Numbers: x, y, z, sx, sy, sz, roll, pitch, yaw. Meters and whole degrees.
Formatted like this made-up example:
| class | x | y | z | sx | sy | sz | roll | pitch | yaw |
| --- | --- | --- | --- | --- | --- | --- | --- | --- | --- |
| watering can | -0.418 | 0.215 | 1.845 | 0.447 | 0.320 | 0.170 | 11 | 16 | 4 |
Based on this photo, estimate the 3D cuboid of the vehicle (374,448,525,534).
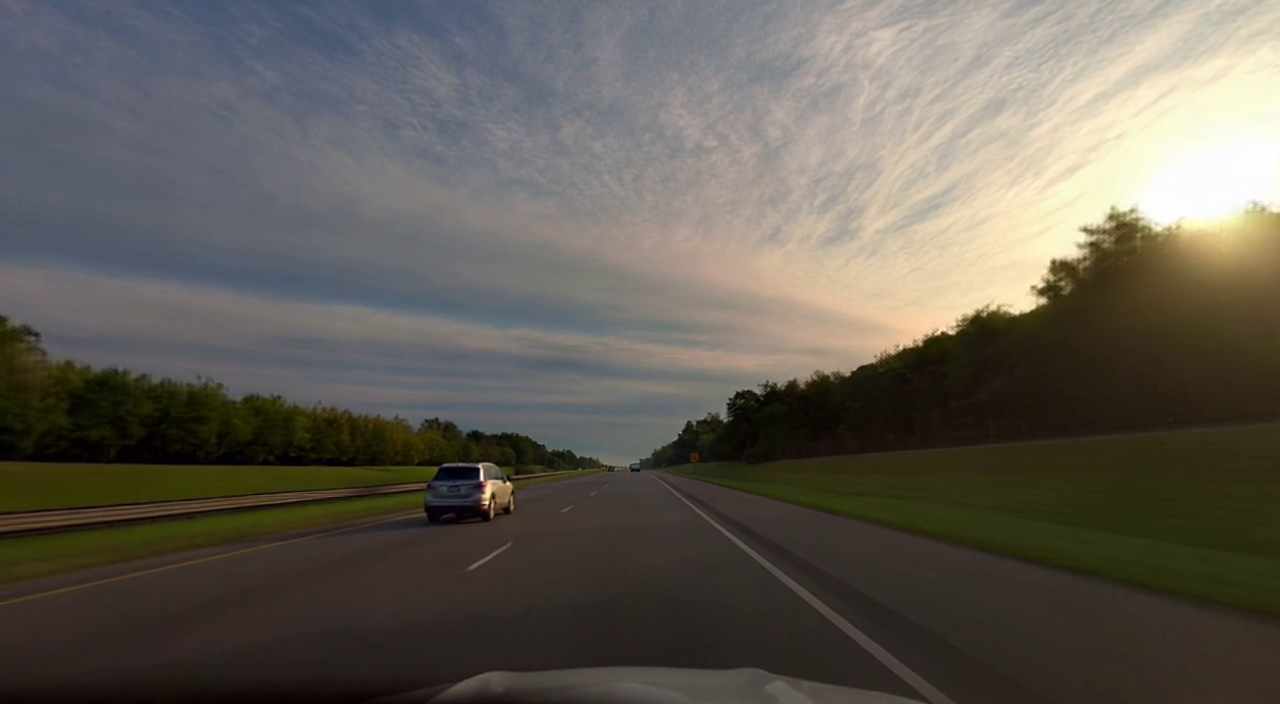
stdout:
| class | x | y | z | sx | sy | sz | roll | pitch | yaw |
| --- | --- | --- | --- | --- | --- | --- | --- | --- | --- |
| vehicle | -4.087 | 3.095 | 14.501 | 1.928 | 1.593 | 4.871 | 1 | -10 | 0 |
